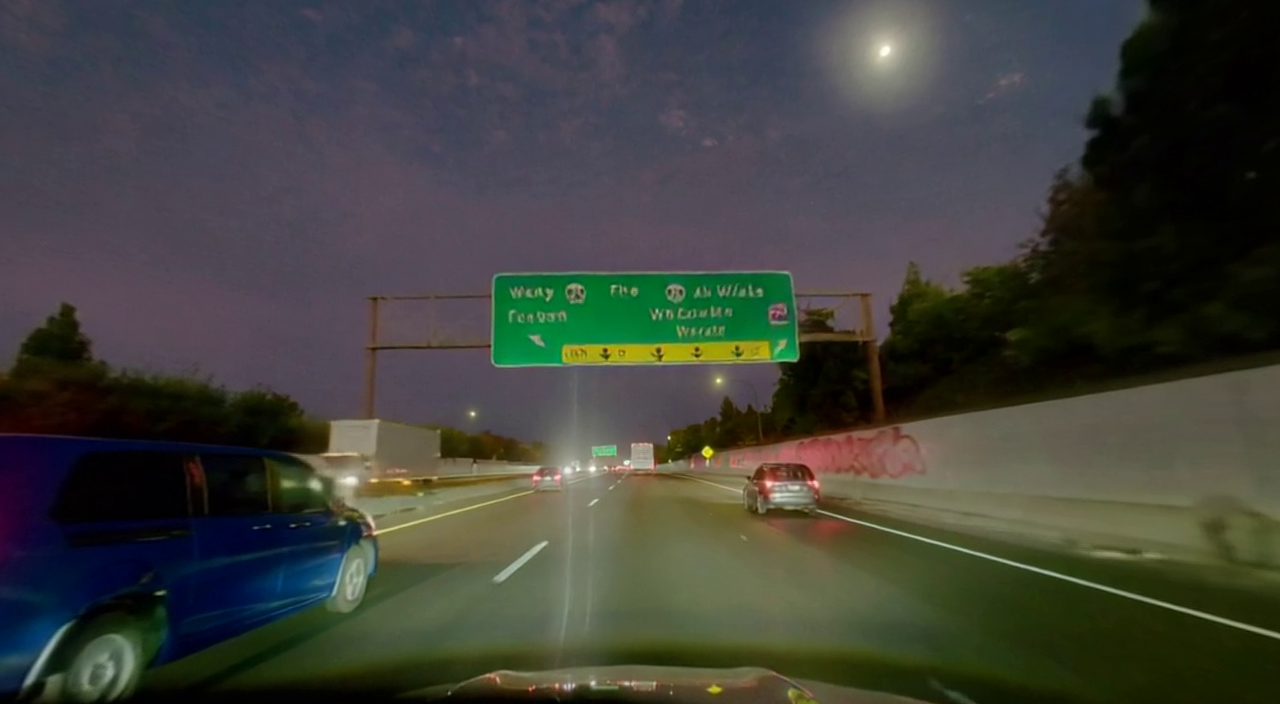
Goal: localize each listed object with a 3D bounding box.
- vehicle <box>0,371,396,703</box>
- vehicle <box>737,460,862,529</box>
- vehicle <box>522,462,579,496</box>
[{"bbox_3d":[-3.441,1.156,3.917,2.004,1.610,4.508,1,-10,0],"label":"vehicle"},{"bbox_3d":[3.804,3.488,15.870,1.917,1.458,4.199,1,-10,-2],"label":"vehicle"},{"bbox_3d":[-4.126,5.941,29.666,2.054,1.443,4.131,1,-10,0],"label":"vehicle"}]
